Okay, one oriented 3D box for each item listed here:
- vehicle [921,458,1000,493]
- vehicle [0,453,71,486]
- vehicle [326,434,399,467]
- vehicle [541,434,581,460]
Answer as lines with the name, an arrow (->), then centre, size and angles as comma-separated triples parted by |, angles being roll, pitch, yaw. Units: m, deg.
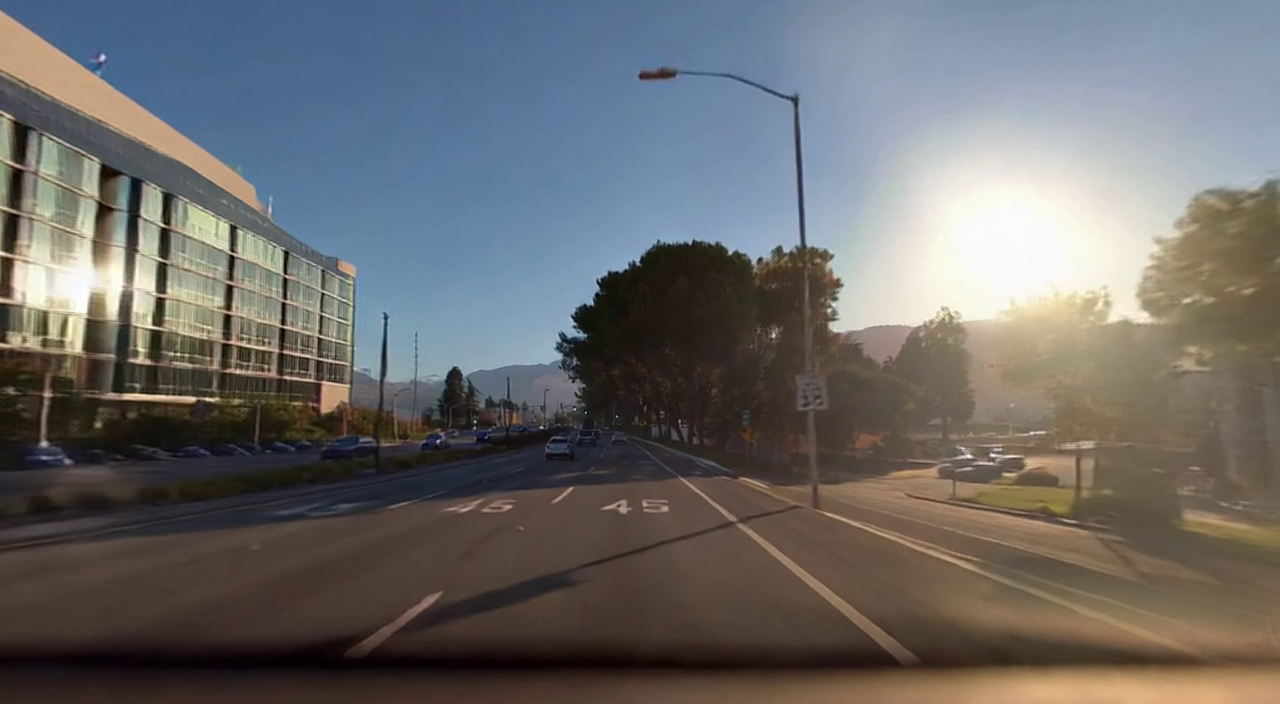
vehicle -> 23.466, 9.067, 46.386 | 4.619, 1.807, 2.224 | 6, -16, 4
vehicle -> -32.832, 6.209, 33.553 | 1.724, 1.409, 3.666 | 0, -6, 3
vehicle -> -15.612, 5.545, 35.830 | 1.972, 1.715, 4.521 | 0, -8, 1
vehicle -> -4.811, 5.872, 39.041 | 2.025, 1.474, 4.292 | 1, -8, -1
